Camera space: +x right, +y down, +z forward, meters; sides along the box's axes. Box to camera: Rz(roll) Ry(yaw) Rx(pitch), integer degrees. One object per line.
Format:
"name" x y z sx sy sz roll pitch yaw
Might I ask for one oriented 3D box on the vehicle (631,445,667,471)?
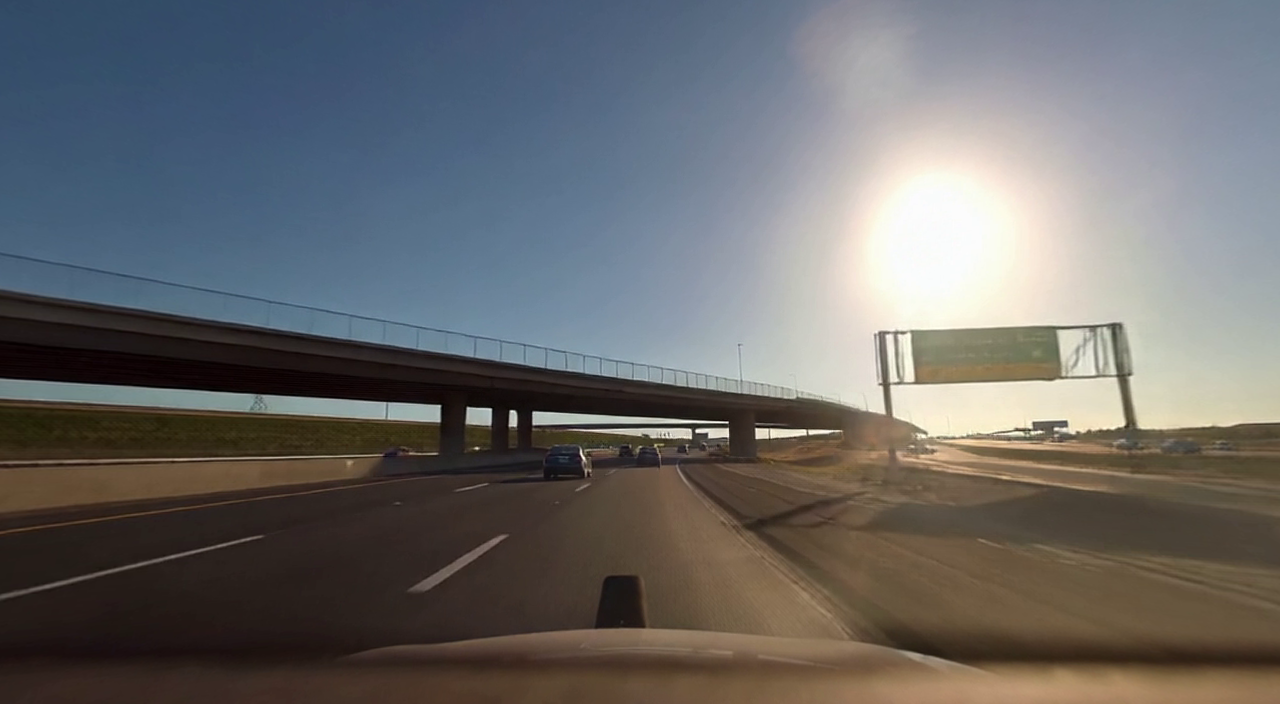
"vehicle" 0.582 6.637 39.596 2.129 1.502 4.321 0 -9 2

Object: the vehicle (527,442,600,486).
"vehicle" -2.851 4.311 24.517 2.129 1.563 4.387 0 -9 2
